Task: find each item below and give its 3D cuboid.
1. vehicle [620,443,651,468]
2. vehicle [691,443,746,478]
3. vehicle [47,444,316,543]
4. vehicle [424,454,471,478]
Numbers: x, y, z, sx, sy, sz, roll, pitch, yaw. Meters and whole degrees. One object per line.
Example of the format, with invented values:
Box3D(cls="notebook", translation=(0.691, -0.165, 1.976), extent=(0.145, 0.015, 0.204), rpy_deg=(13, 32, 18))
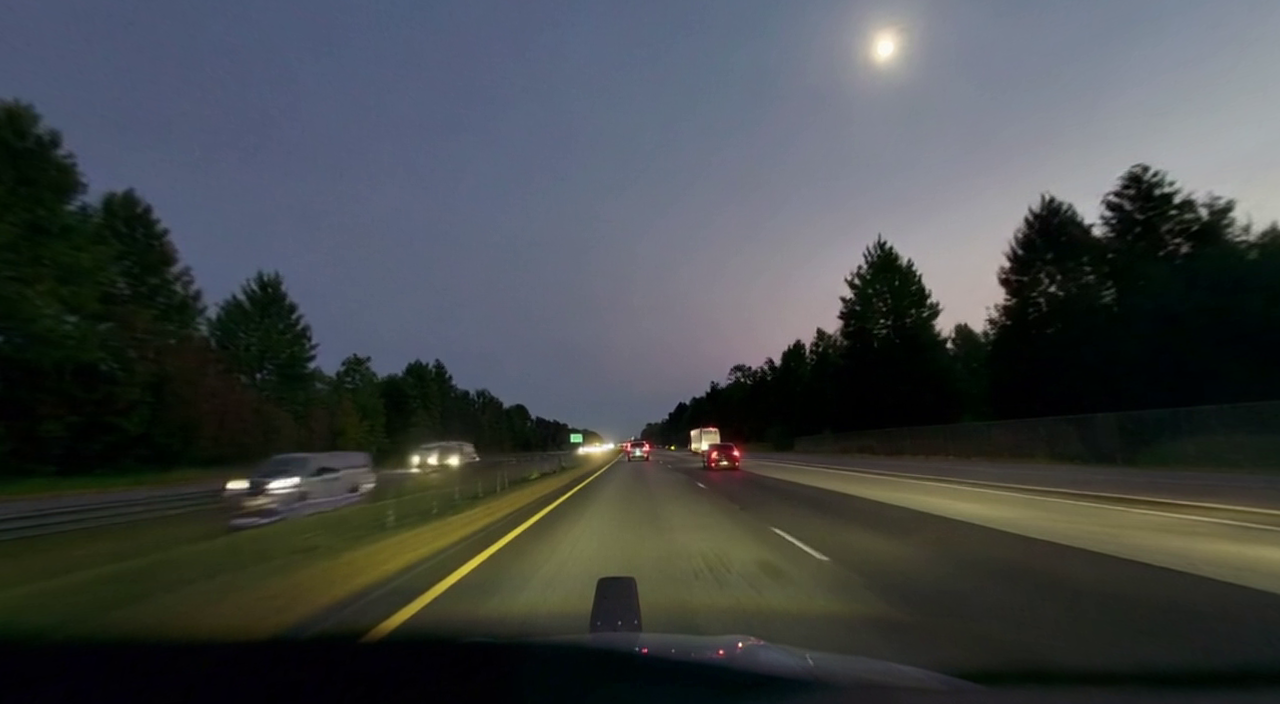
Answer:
Box3D(cls="vehicle", translation=(-0.345, 7.351, 44.820), extent=(2.114, 1.706, 4.106), rpy_deg=(0, -9, -1))
Box3D(cls="vehicle", translation=(3.704, 5.220, 30.424), extent=(2.025, 1.534, 4.179), rpy_deg=(0, -9, -1))
Box3D(cls="vehicle", translation=(-8.723, 2.680, 12.643), extent=(1.945, 1.578, 4.576), rpy_deg=(0, -9, 0))
Box3D(cls="vehicle", translation=(-12.573, 7.452, 41.267), extent=(1.827, 1.492, 3.878), rpy_deg=(0, -9, 0))
